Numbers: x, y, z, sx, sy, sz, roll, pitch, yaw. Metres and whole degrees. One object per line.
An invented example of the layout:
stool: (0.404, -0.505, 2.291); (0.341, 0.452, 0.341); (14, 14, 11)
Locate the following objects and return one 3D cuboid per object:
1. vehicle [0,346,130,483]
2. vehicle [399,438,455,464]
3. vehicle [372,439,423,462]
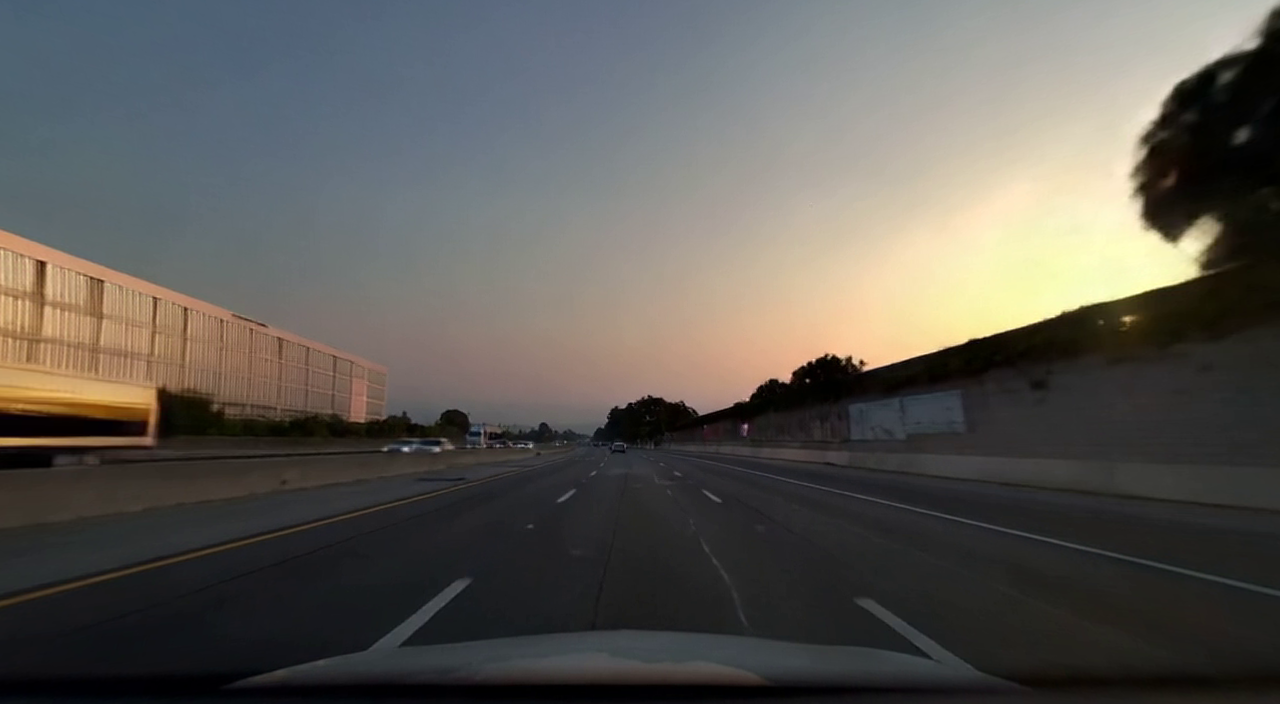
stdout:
vehicle: (-20.718, 1.523, 16.520); (2.948, 4.084, 14.022); (0, -9, -1)
vehicle: (-13.161, 6.164, 39.059); (1.918, 1.509, 4.621); (0, -9, -1)
vehicle: (-17.552, 7.163, 45.538); (1.933, 1.510, 4.591); (0, -9, -1)
